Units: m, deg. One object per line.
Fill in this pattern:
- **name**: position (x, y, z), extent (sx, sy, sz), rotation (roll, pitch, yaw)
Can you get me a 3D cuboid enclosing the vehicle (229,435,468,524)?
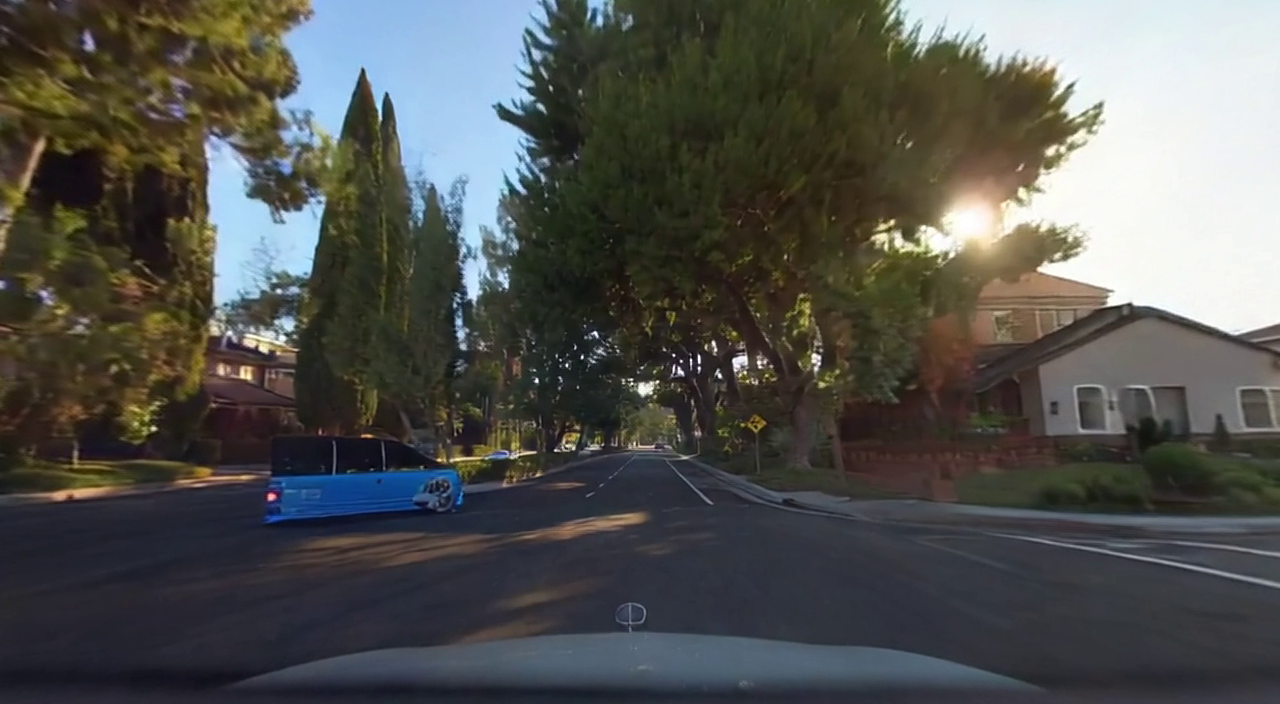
- **vehicle**: position (-6.390, 2.814, 14.611), extent (2.170, 1.666, 4.788), rotation (-3, -9, 20)
